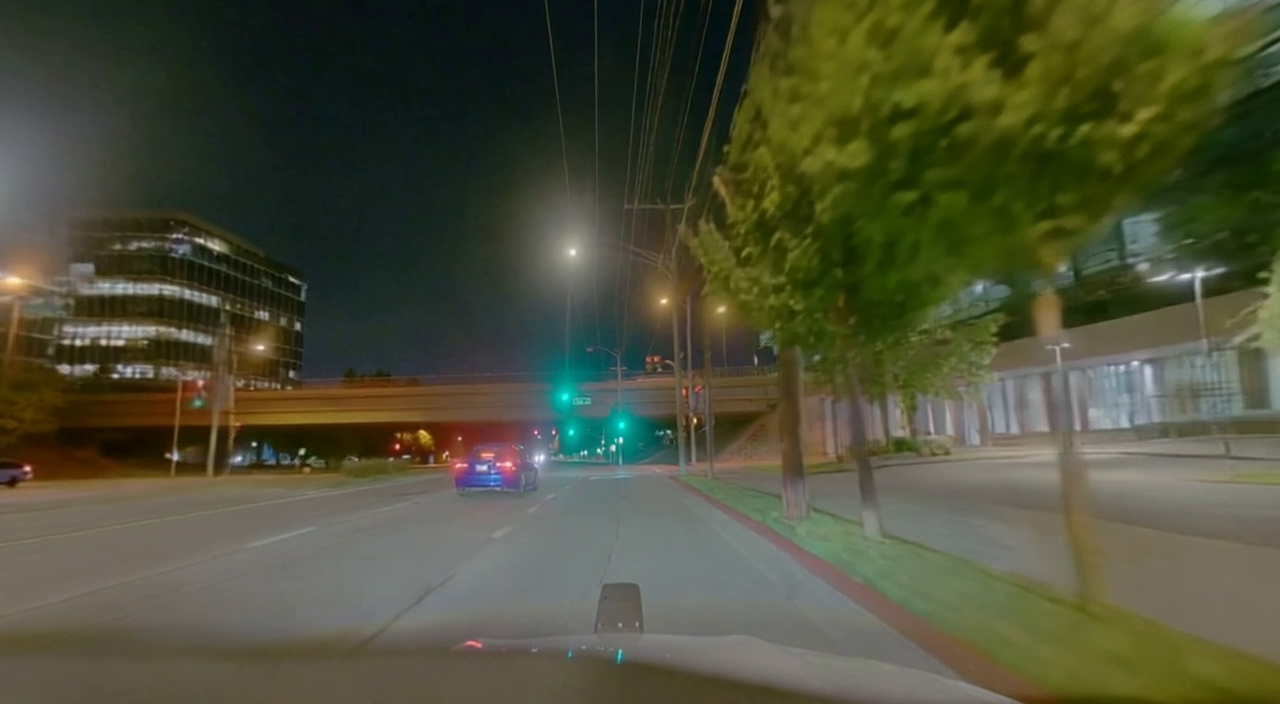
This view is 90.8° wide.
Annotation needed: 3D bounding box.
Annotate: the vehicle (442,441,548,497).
[{"bbox_3d":[-4.129,3.429,18.867,2.154,1.465,4.532,0,-9,-1],"label":"vehicle"}]
